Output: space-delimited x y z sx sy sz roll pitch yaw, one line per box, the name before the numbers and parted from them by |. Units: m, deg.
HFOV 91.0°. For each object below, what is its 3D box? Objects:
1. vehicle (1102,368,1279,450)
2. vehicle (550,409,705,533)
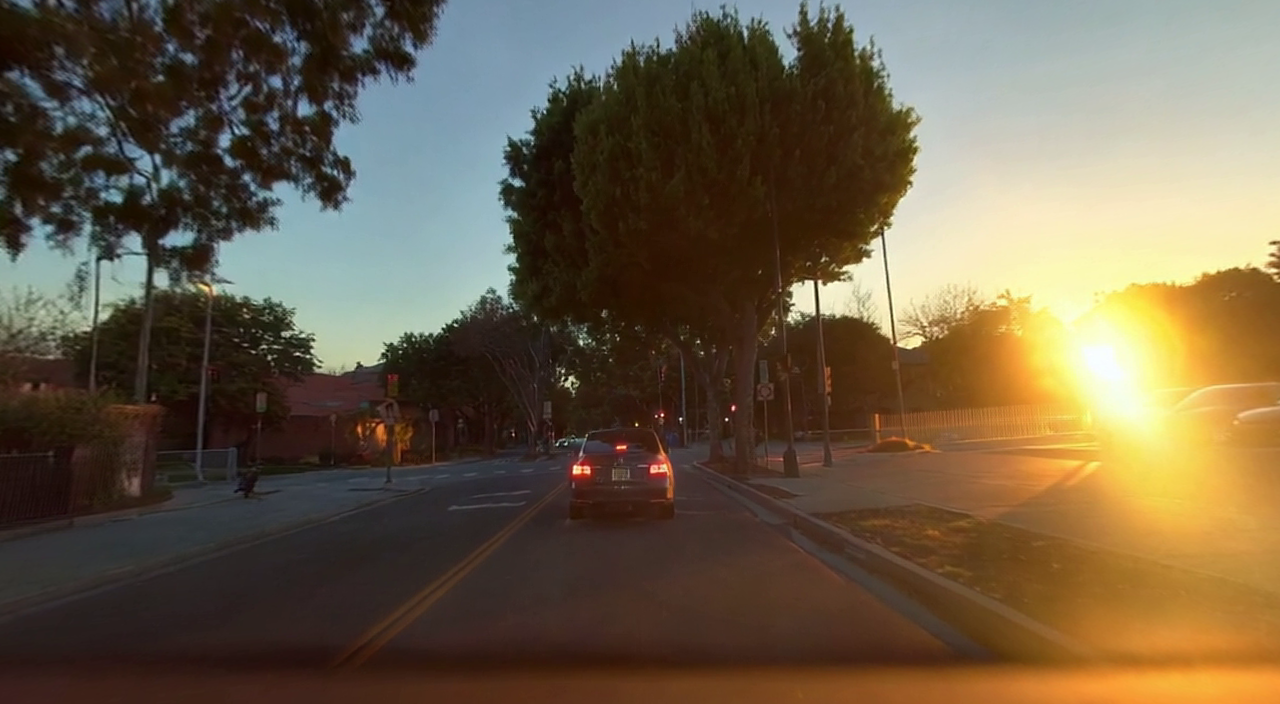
vehicle | 14.458 1.473 15.718 4.104 1.886 1.939 -2 -8 9
vehicle | -0.149 1.923 10.694 2.142 1.686 3.816 -1 -8 1
